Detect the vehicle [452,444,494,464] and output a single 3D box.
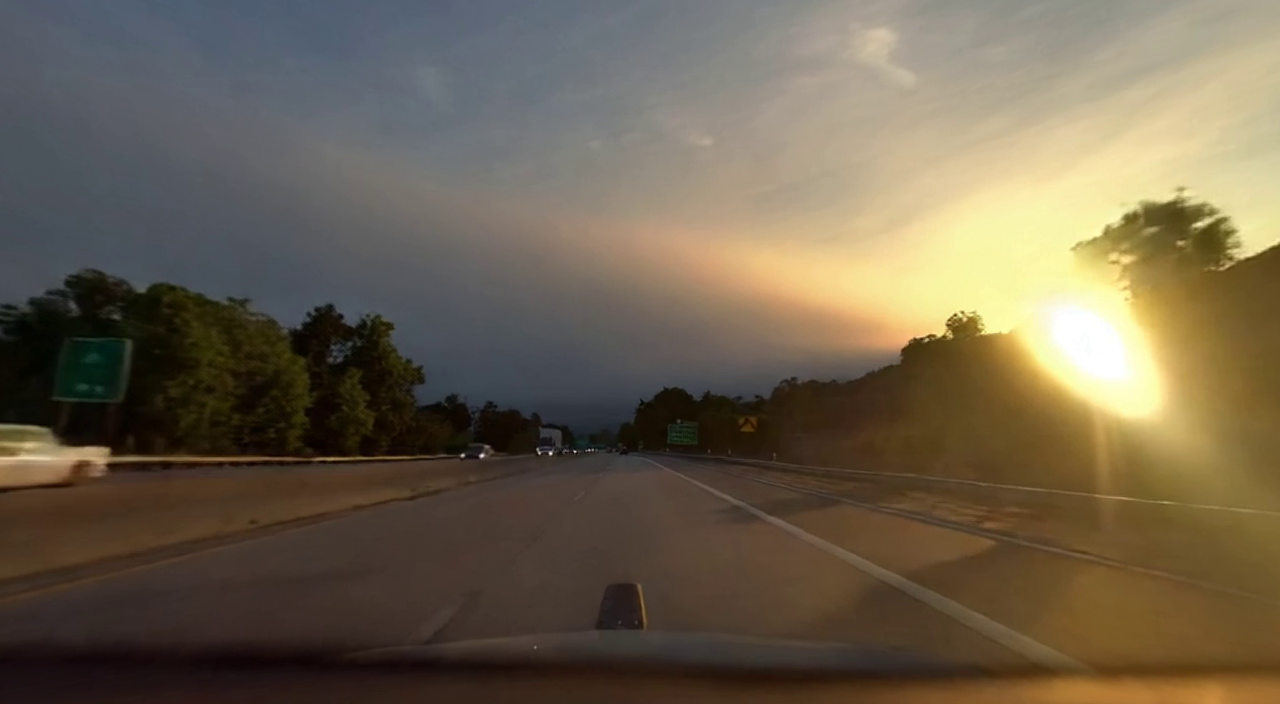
[{"bbox_3d":[-12.893,7.927,48.860,2.027,1.452,4.580,0,-9,-1],"label":"vehicle"}]
